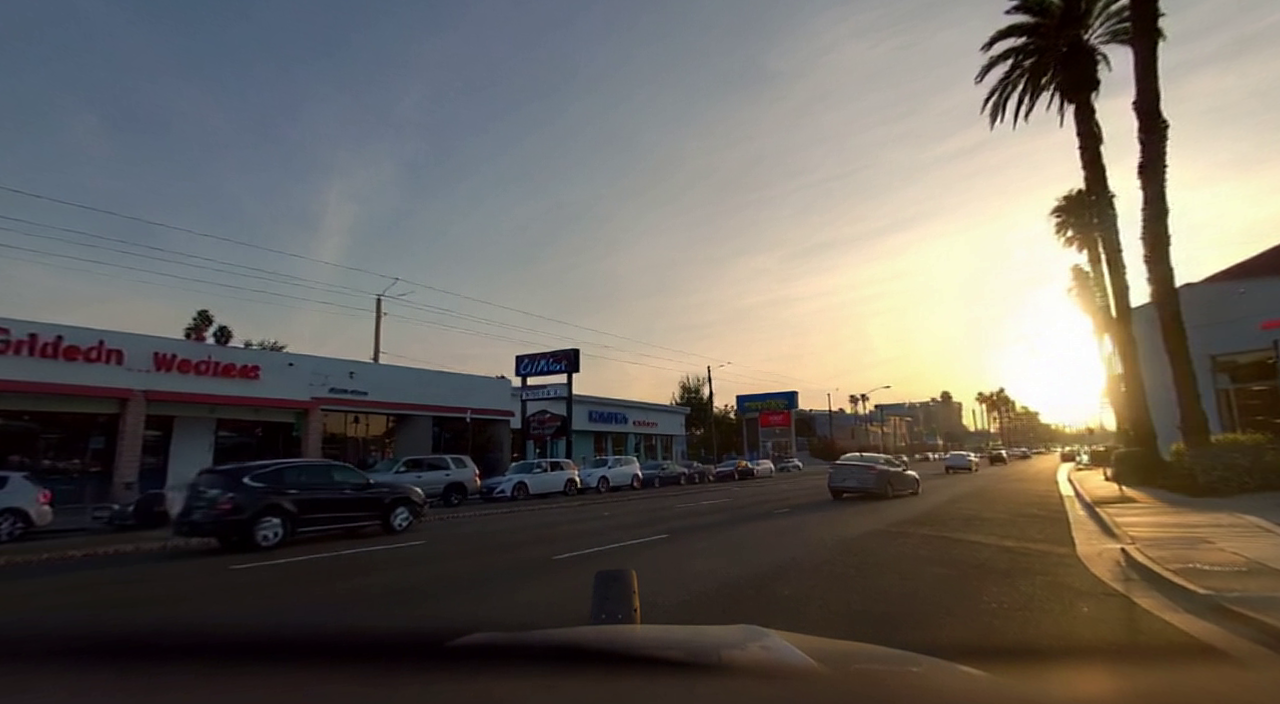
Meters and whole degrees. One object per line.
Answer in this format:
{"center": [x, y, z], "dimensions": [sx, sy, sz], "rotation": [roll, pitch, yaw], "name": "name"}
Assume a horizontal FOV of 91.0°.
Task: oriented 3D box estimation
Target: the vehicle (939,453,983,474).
{"center": [24.998, 8.607, 48.880], "dimensions": [2.232, 1.513, 5.090], "rotation": [-6, -10, 34], "name": "vehicle"}

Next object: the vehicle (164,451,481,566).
{"center": [-5.271, 2.538, 11.133], "dimensions": [2.090, 1.520, 4.452], "rotation": [-5, -10, 33], "name": "vehicle"}

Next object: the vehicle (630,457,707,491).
{"center": [1.453, 5.810, 30.274], "dimensions": [1.776, 1.448, 4.137], "rotation": [-6, -10, 34], "name": "vehicle"}

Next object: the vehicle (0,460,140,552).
{"center": [-11.996, 2.679, 10.905], "dimensions": [1.854, 1.482, 4.756], "rotation": [-6, -10, 34], "name": "vehicle"}

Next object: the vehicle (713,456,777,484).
{"center": [6.346, 7.000, 37.669], "dimensions": [1.981, 1.493, 4.721], "rotation": [-6, -10, 34], "name": "vehicle"}

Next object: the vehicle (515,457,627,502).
{"center": [-2.542, 4.840, 24.276], "dimensions": [1.837, 1.468, 4.389], "rotation": [-6, -10, 35], "name": "vehicle"}

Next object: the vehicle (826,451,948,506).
{"center": [7.891, 3.876, 19.827], "dimensions": [2.139, 1.461, 4.918], "rotation": [-7, -11, 38], "name": "vehicle"}
